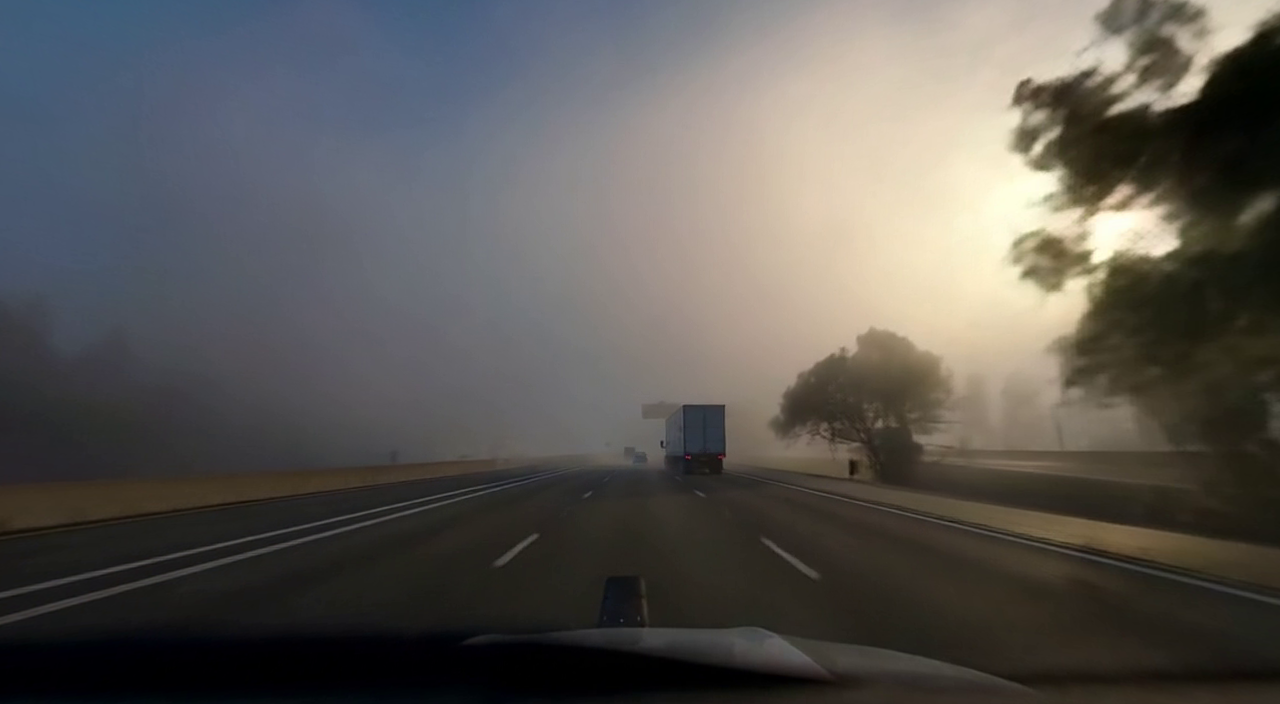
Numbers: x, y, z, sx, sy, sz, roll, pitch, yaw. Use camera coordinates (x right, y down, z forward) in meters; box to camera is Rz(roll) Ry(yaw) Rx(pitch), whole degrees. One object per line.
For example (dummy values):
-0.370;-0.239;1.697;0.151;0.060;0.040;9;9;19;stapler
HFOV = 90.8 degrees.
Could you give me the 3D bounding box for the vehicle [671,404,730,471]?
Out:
4.247;6.487;47.316;3.058;4.312;12.251;0;-9;0;vehicle
